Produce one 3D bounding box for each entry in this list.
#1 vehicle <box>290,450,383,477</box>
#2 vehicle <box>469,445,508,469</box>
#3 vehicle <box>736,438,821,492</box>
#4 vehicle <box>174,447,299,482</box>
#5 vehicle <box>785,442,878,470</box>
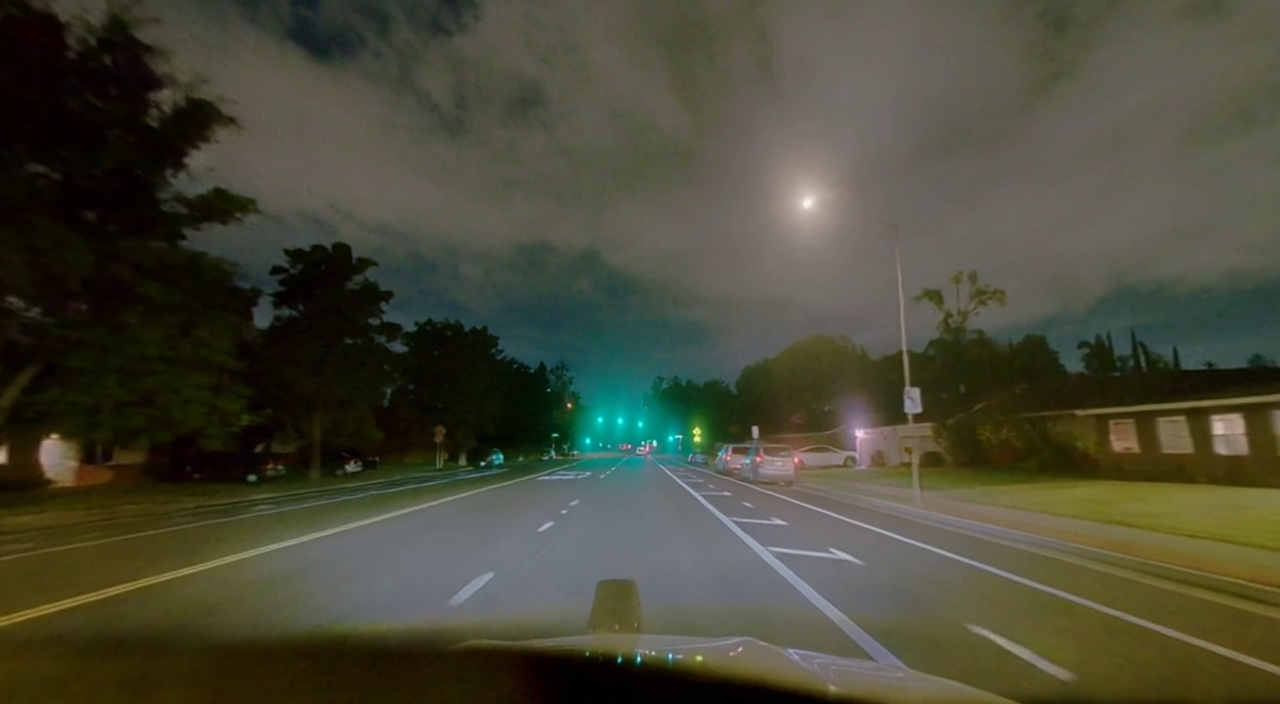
[{"bbox_3d":[-17.634,6.494,36.731,4.349,1.457,1.997,0,-9,-1],"label":"vehicle"},{"bbox_3d":[-11.914,8.300,49.883,2.061,1.760,4.569,-1,-10,-1],"label":"vehicle"},{"bbox_3d":[5.264,4.338,24.536,2.164,1.729,4.488,4,-9,-1],"label":"vehicle"},{"bbox_3d":[-18.158,5.058,28.460,4.355,1.482,1.794,0,-9,0],"label":"vehicle"},{"bbox_3d":[11.237,6.133,37.215,4.875,1.609,1.954,0,-9,1],"label":"vehicle"}]
